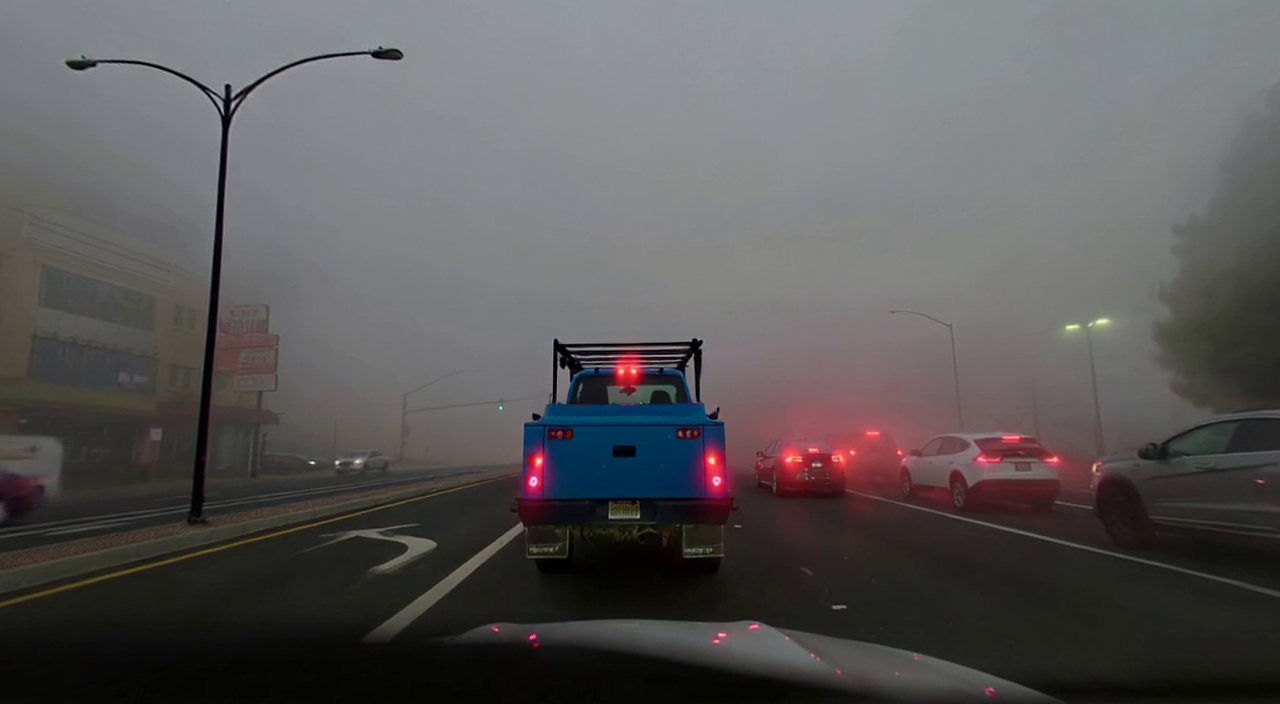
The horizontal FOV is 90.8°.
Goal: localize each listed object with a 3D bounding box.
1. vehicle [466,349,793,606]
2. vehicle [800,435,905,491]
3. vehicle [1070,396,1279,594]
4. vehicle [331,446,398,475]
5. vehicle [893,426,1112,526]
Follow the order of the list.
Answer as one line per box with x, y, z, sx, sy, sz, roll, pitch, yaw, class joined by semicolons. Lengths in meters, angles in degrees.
-0.137;1.449;8.156;2.682;2.117;5.706;0;-9;-1;vehicle
7.065;3.734;21.585;1.953;1.665;4.327;0;-9;-2;vehicle
6.815;1.361;6.158;2.023;1.771;4.488;0;-9;0;vehicle
-19.540;7.691;45.134;2.205;1.916;5.771;0;-9;-1;vehicle
7.065;2.440;12.968;1.931;1.692;4.267;0;-9;0;vehicle
